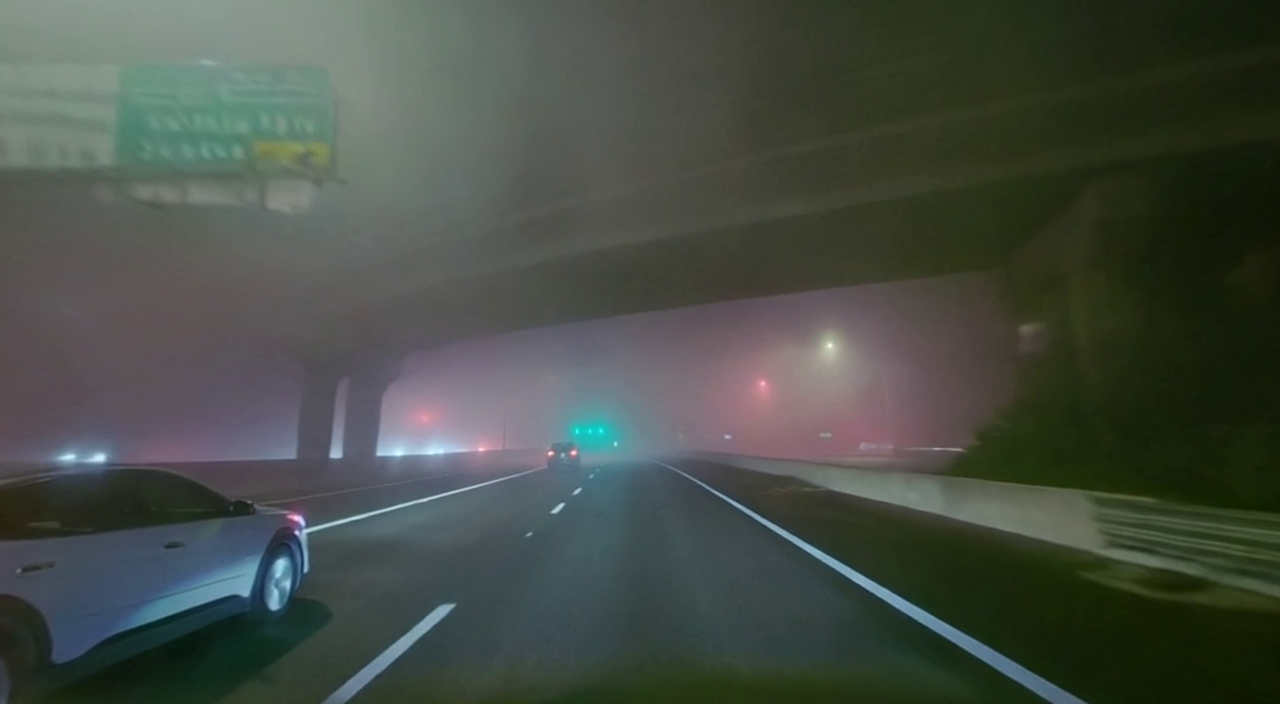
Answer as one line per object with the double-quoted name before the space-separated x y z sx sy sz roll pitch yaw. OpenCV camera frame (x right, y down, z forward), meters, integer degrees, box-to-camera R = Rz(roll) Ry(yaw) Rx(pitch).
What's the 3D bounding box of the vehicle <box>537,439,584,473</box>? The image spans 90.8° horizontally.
"vehicle" -4.111 5.440 33.281 1.971 1.643 4.009 0 -8 -1
